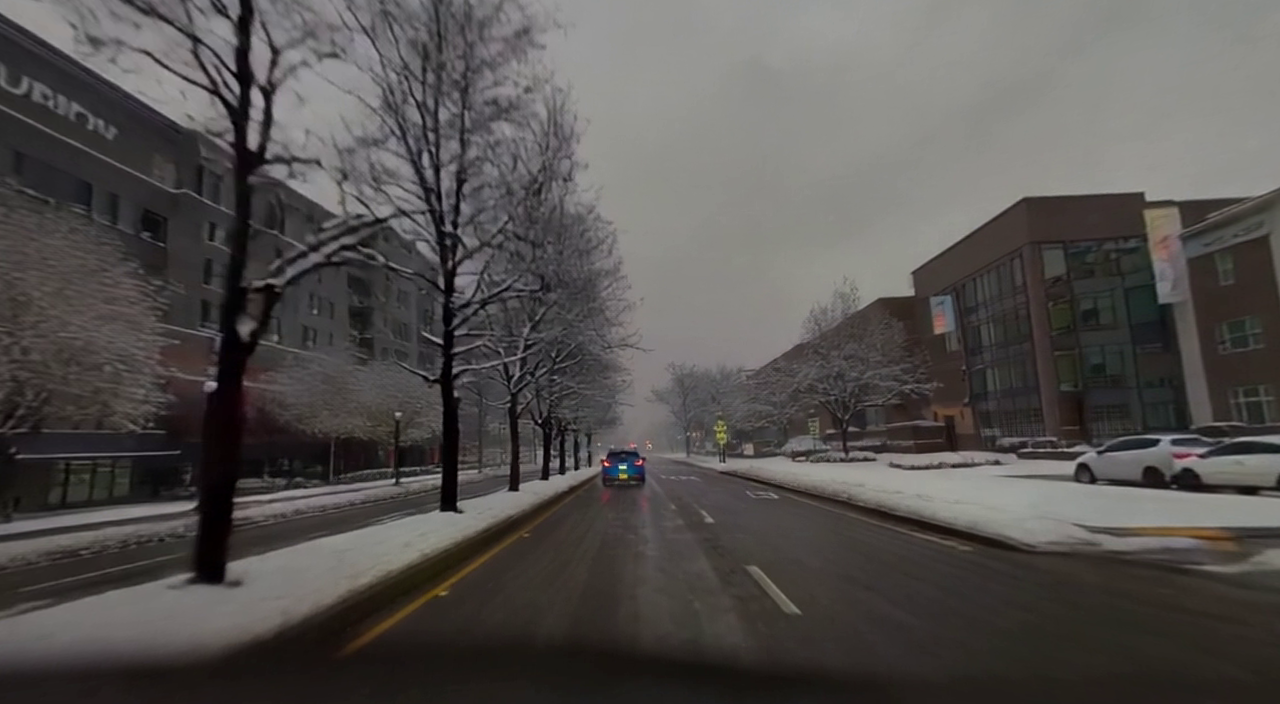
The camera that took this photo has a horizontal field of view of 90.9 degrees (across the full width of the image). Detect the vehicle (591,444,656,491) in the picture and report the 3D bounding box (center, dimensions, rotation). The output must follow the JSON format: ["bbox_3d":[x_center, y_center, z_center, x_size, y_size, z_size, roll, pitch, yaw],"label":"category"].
[{"bbox_3d":[-0.570,3.990,22.123,2.063,1.442,4.135,0,-9,-1],"label":"vehicle"}]

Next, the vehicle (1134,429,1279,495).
[{"bbox_3d":[14.607,2.609,15.131,3.765,1.449,1.955,0,-9,0],"label":"vehicle"}]

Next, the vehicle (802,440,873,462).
[{"bbox_3d":[13.961,7.013,44.754,4.330,1.457,1.938,-1,-9,1],"label":"vehicle"}]
